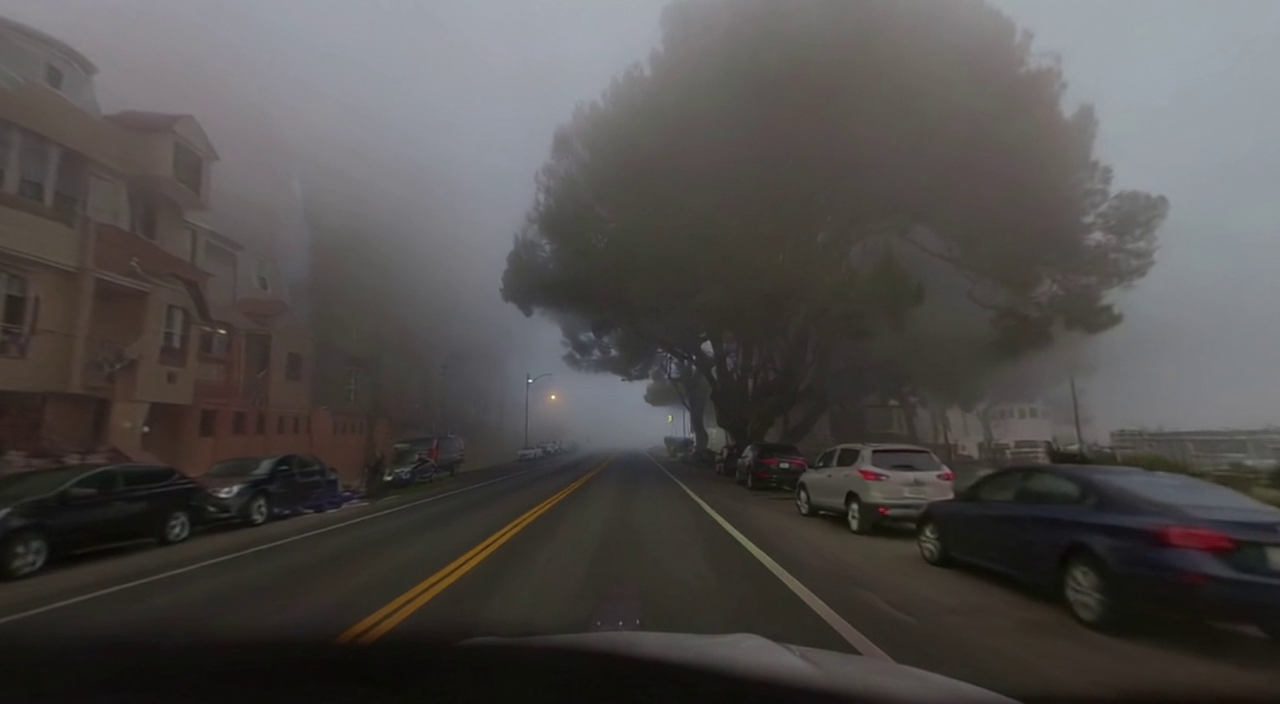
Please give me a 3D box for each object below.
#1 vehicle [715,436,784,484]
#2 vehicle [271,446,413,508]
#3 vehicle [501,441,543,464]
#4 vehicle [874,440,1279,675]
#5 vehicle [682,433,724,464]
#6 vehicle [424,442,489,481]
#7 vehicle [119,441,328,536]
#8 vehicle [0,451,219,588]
[{"bbox_3d":[4.221,4.221,25.011,1.889,1.703,4.253,0,-9,-1],"label":"vehicle"},{"bbox_3d":[-8.201,3.432,17.941,1.875,1.498,4.395,-1,-9,0],"label":"vehicle"},{"bbox_3d":[-8.294,7.069,44.670,1.981,1.505,4.359,-1,-9,2],"label":"vehicle"},{"bbox_3d":[4.101,1.639,6.264,1.748,1.471,4.305,0,-9,-2],"label":"vehicle"},{"bbox_3d":[4.181,6.544,42.782,2.133,1.944,5.390,0,-9,-1],"label":"vehicle"},{"bbox_3d":[-8.200,4.888,28.514,1.883,1.565,3.655,-2,-8,-1],"label":"vehicle"},{"bbox_3d":[-8.237,2.696,13.022,1.763,1.614,3.940,0,-9,-3],"label":"vehicle"},{"bbox_3d":[-8.053,2.136,8.716,1.852,1.482,3.916,-1,-9,-2],"label":"vehicle"}]
